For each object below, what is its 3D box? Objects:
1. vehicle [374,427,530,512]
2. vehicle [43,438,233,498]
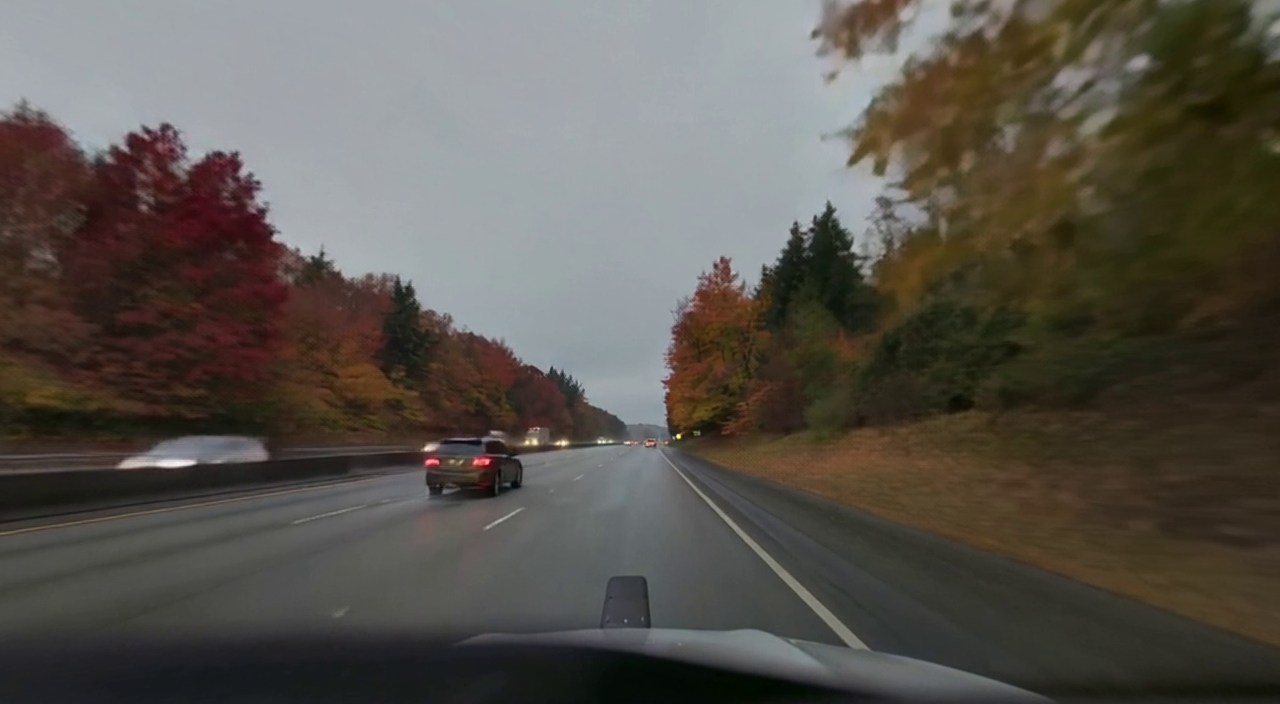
[{"bbox_3d":[-4.071,2.618,14.586,2.123,1.643,4.479,0,-8,1],"label":"vehicle"},{"bbox_3d":[-15.528,3.569,19.910,2.010,1.645,4.728,0,-8,1],"label":"vehicle"}]
